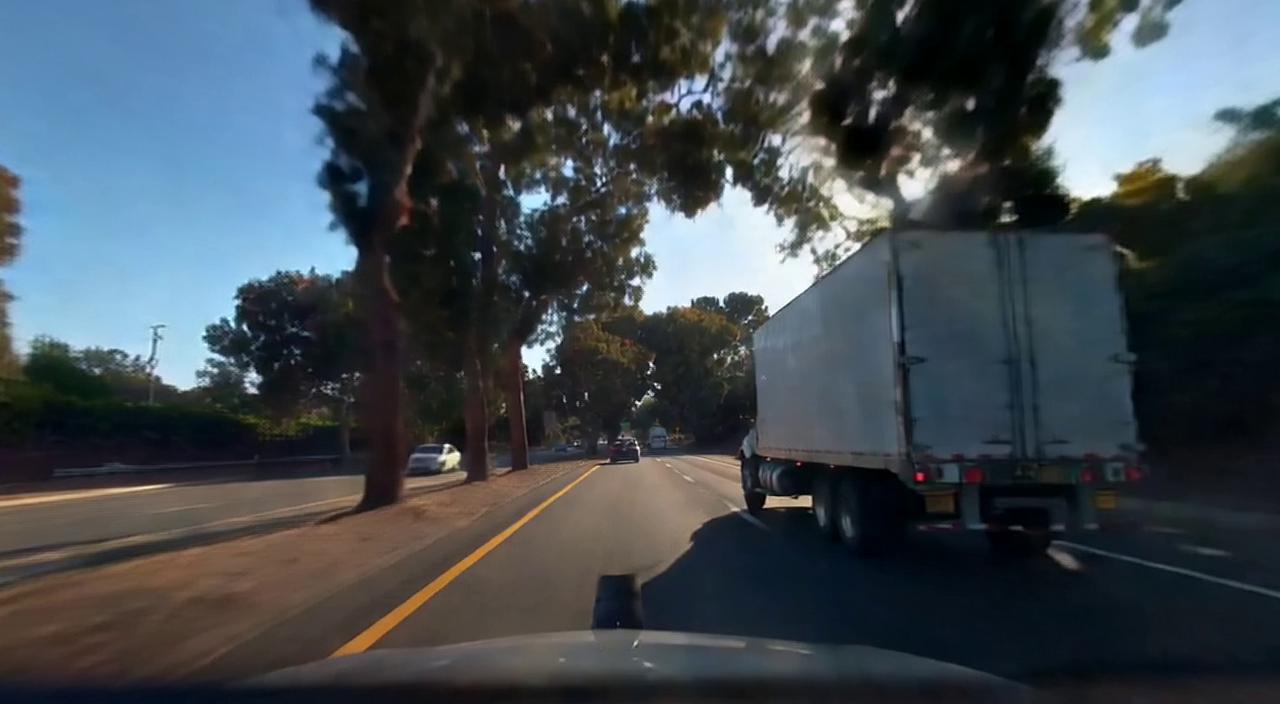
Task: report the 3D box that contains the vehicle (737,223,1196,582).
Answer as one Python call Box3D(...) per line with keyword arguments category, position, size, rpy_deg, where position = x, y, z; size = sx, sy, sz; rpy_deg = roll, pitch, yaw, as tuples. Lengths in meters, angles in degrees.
Box3D(category="vehicle", position=(3.782, 0.971, 10.306), size=(2.921, 3.526, 8.207), rpy_deg=(0, -8, -1))

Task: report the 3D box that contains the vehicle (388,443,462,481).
Box3D(category="vehicle", position=(-9.191, 4.701, 27.294), size=(1.882, 1.446, 3.944), rpy_deg=(0, -8, -1))

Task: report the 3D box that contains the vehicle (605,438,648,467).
Box3D(category="vehicle", position=(-0.753, 5.557, 35.025), size=(2.259, 1.466, 3.693), rpy_deg=(0, -8, -1))
